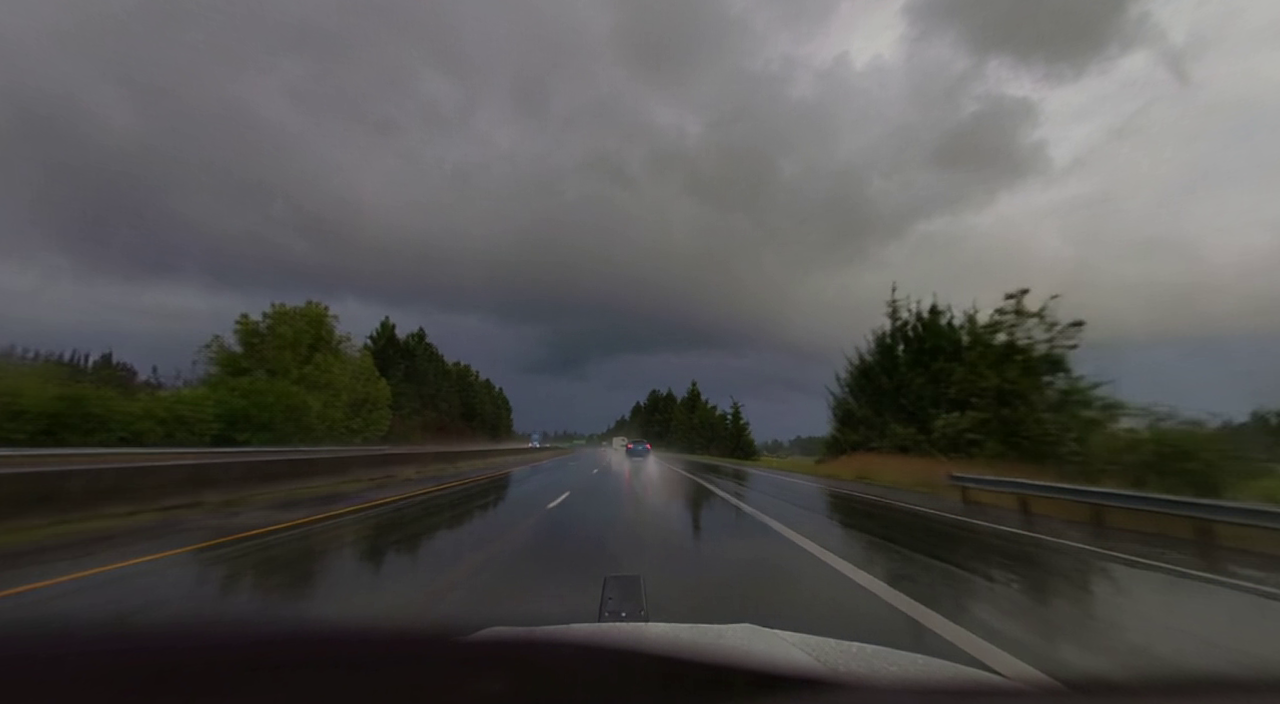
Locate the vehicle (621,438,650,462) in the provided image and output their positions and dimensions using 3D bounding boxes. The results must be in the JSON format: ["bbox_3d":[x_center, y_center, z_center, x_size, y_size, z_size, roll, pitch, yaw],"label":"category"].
[{"bbox_3d":[-0.415,7.611,49.089,2.079,1.729,4.380,0,-8,-3],"label":"vehicle"}]
